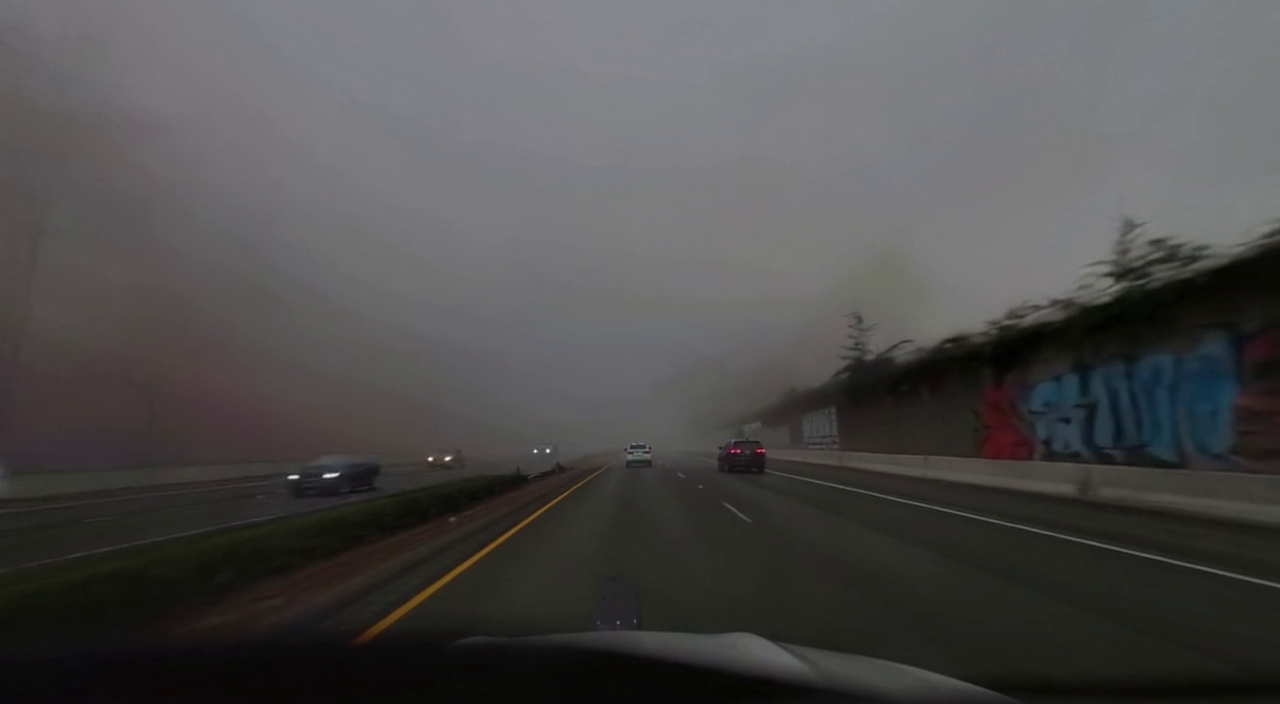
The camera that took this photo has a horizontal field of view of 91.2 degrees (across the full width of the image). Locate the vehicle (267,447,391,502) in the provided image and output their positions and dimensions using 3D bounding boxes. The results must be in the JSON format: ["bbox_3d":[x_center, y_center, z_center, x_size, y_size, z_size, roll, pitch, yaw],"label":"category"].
[{"bbox_3d":[-9.593,3.766,19.733,1.895,1.504,3.928,0,-9,0],"label":"vehicle"}]

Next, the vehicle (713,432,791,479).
[{"bbox_3d":[4.202,3.992,24.309,2.303,1.614,4.154,-1,-9,1],"label":"vehicle"}]

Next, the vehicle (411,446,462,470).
[{"bbox_3d":[-13.770,7.172,42.682,1.920,1.545,4.341,-1,-9,1],"label":"vehicle"}]

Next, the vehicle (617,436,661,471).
[{"bbox_3d":[-0.086,5.171,32.075,2.095,1.671,4.219,0,-9,0],"label":"vehicle"}]
